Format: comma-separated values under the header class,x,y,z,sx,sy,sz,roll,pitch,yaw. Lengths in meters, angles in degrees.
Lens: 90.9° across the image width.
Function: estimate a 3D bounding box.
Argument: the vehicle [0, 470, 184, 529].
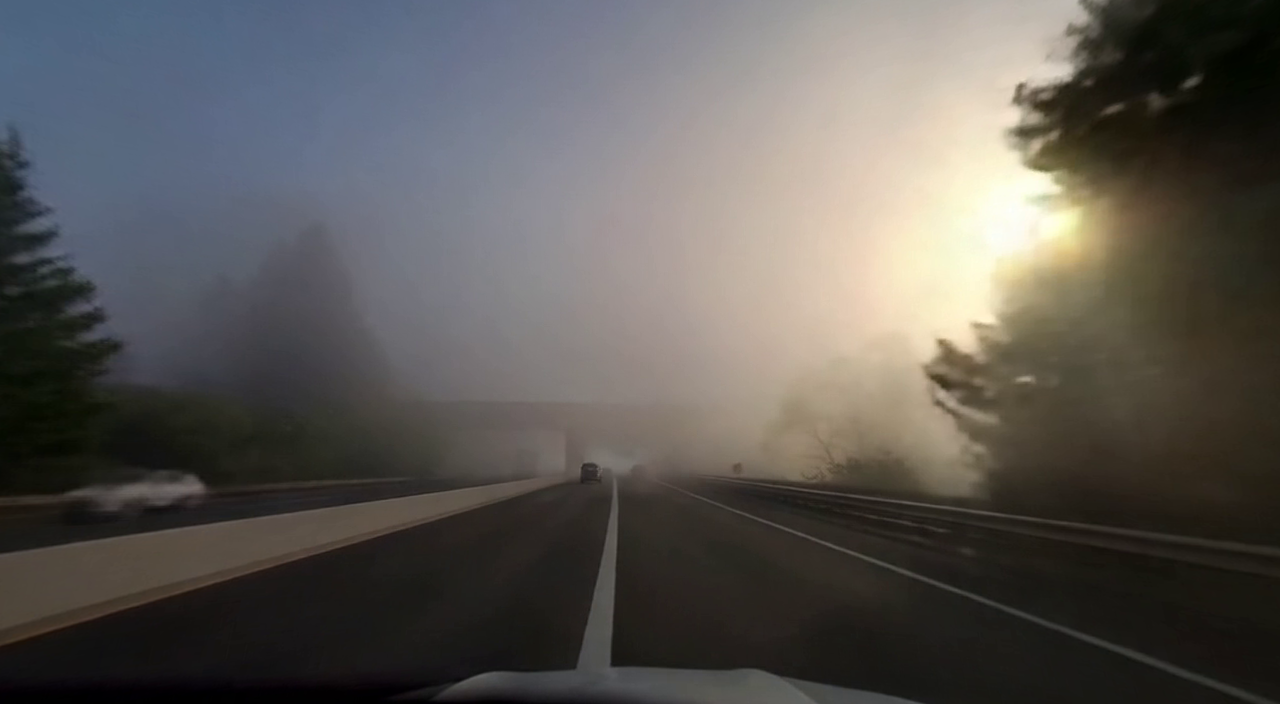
class,x,y,z,sx,sy,sz,roll,pitch,yaw
vehicle,-15.322,4.109,17.947,1.708,1.455,4.012,1,-11,-2
